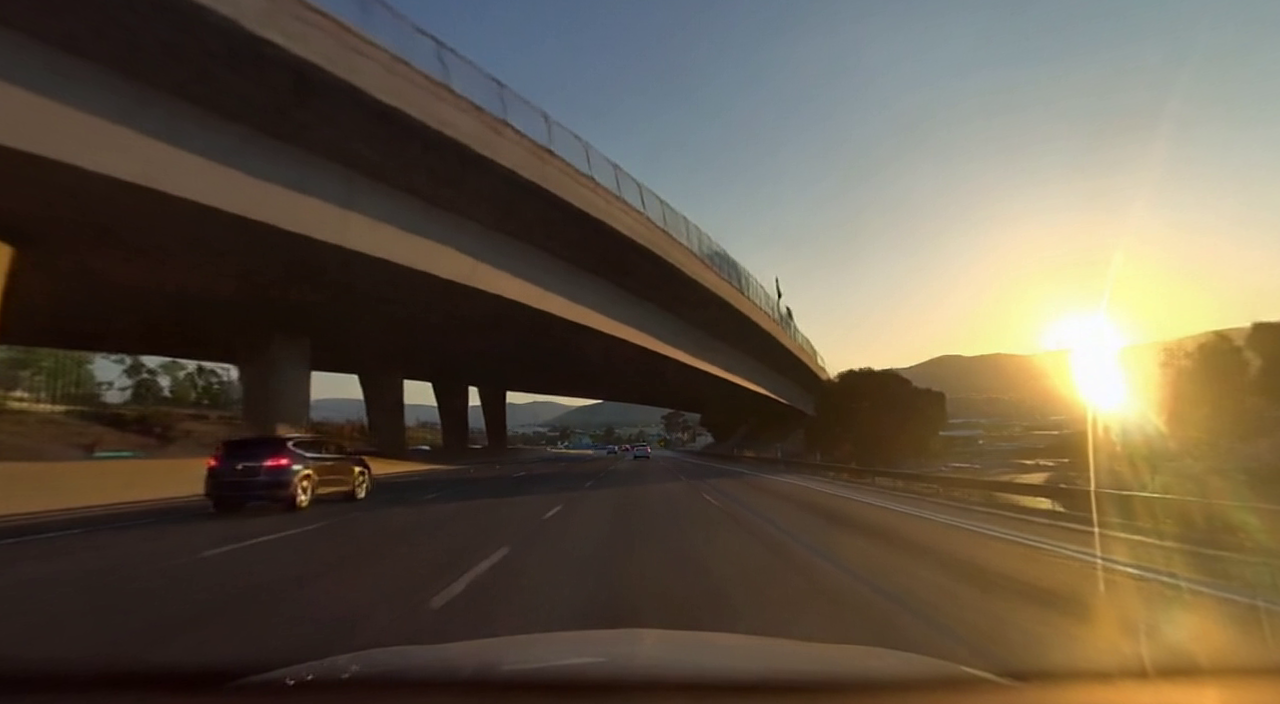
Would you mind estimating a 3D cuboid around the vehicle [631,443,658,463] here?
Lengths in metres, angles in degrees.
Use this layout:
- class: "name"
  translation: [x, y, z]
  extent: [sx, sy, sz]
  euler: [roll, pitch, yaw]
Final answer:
- class: "vehicle"
  translation: [0.295, 7.852, 49.216]
  extent: [2.021, 1.528, 4.154]
  euler: [0, -8, -1]

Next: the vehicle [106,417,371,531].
- class: "vehicle"
  translation: [-7.432, 2.294, 12.507]
  extent: [2.032, 1.808, 4.776]
  euler: [0, -8, 1]
